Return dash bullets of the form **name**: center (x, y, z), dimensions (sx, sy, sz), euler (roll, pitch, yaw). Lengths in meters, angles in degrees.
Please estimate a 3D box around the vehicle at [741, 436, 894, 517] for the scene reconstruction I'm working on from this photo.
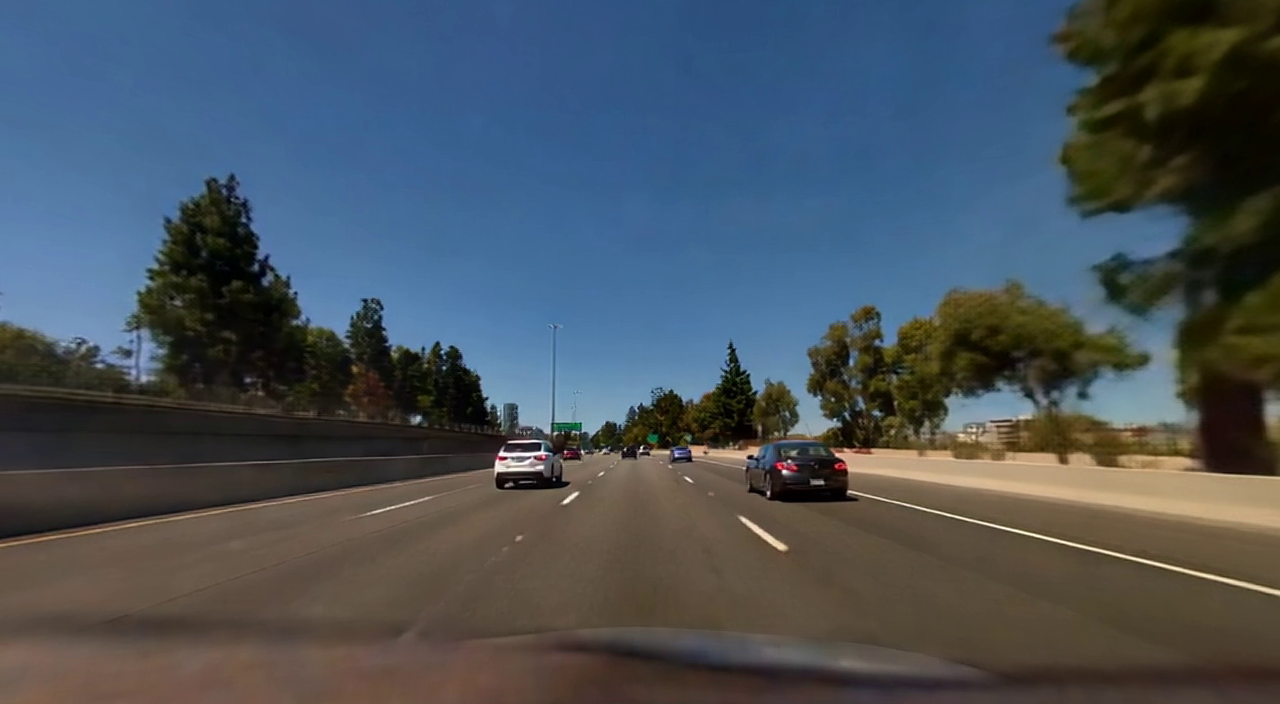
- **vehicle**: center (3.598, 2.603, 13.737), dimensions (1.947, 1.437, 4.345), euler (0, -9, -2)

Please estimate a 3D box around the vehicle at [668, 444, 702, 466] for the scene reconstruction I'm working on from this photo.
- **vehicle**: center (3.217, 7.393, 45.541), dimensions (2.021, 1.447, 3.985), euler (0, -9, -2)

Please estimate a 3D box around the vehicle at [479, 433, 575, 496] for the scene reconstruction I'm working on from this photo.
- **vehicle**: center (-3.416, 3.514, 20.100), dimensions (2.244, 1.755, 4.417), euler (0, -9, 0)
